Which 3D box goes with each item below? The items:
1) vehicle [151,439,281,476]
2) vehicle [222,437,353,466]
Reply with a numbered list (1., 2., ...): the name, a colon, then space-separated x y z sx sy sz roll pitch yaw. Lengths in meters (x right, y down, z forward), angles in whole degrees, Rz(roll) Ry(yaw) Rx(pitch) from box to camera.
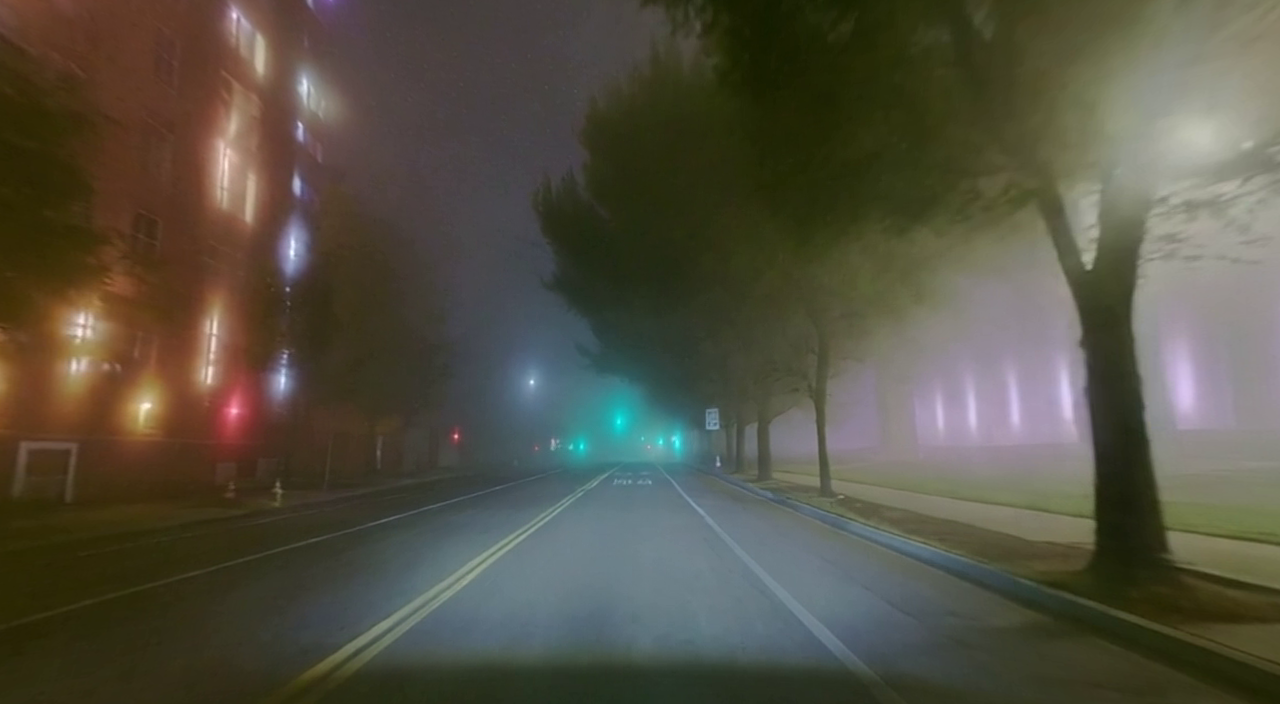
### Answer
1. vehicle: -20.797 5.180 31.154 4.876 1.712 2.166 0 -9 3
2. vehicle: -18.637 5.307 33.539 5.962 1.458 1.711 0 -10 3
